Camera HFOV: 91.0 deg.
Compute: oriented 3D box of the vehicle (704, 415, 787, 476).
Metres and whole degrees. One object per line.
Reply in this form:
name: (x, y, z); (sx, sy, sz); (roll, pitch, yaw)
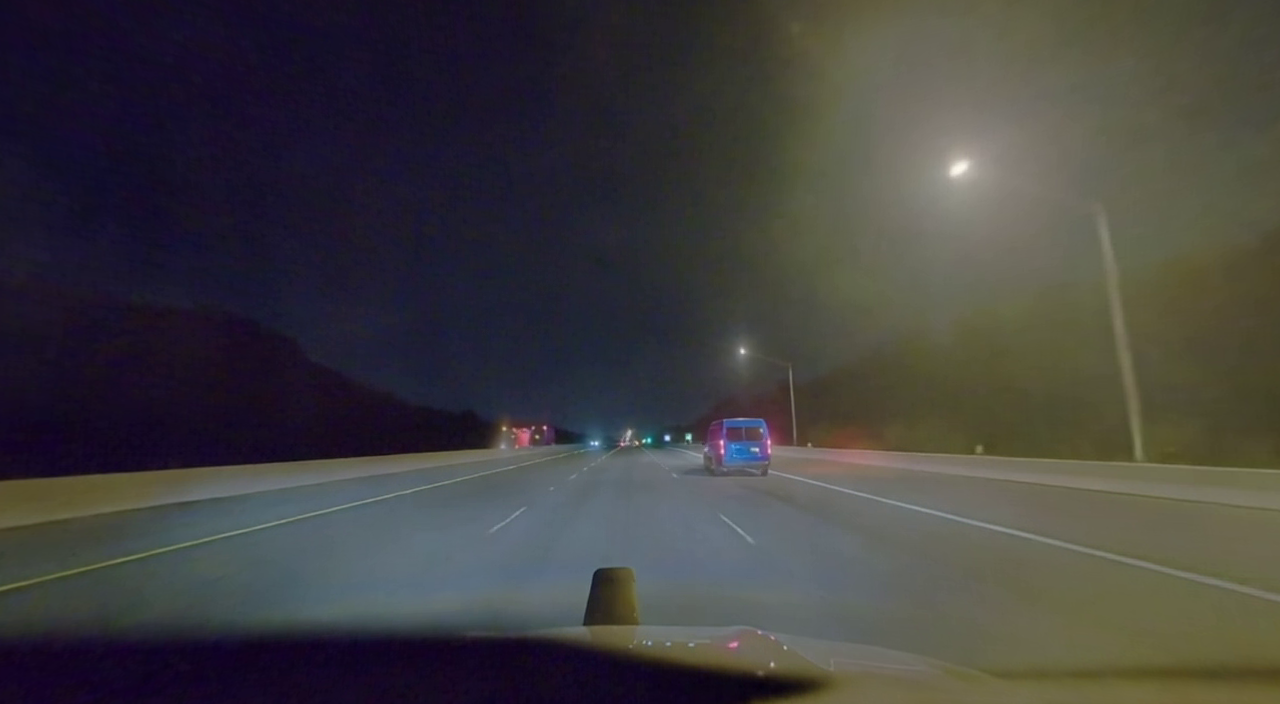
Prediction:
vehicle: (3.772, 3.478, 23.524); (2.161, 2.002, 4.631); (0, -8, -2)
